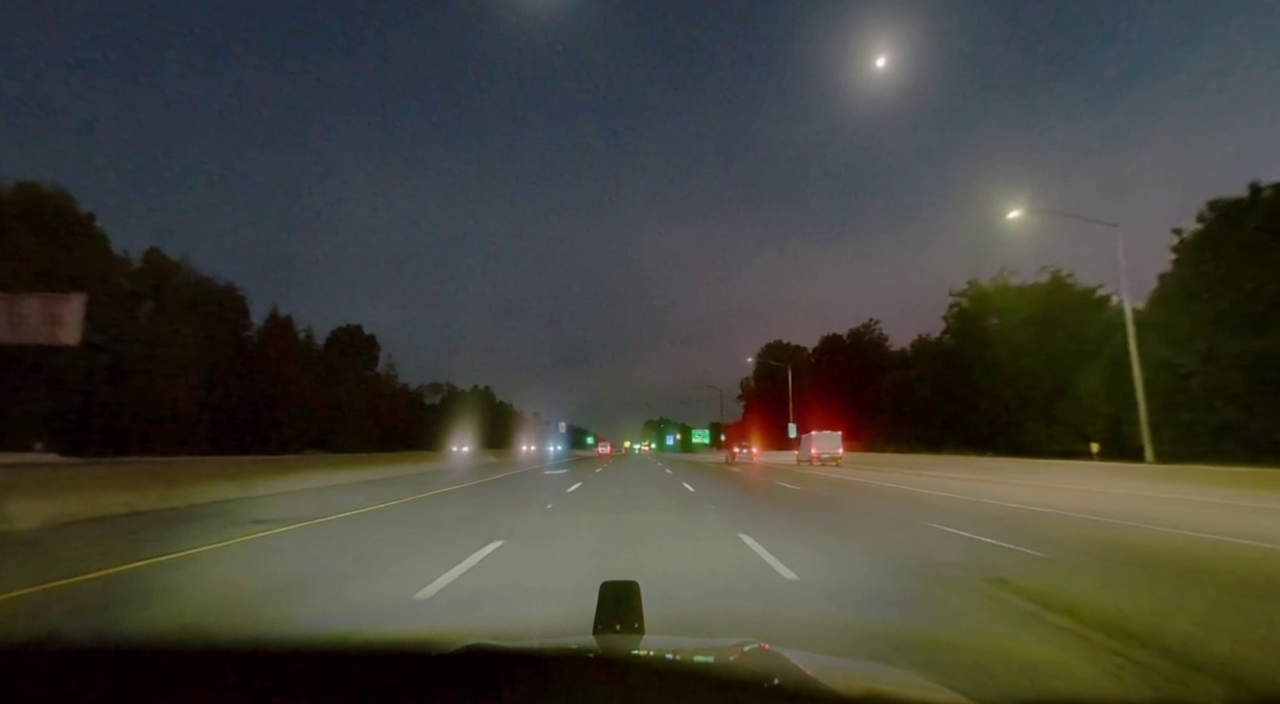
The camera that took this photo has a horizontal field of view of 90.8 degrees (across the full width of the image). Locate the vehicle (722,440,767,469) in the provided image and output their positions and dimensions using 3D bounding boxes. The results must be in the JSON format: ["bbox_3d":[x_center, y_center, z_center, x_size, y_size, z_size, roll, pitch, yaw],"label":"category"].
[{"bbox_3d":[6.503,6.424,39.705,2.081,1.705,3.926,0,-9,-1],"label":"vehicle"}]
